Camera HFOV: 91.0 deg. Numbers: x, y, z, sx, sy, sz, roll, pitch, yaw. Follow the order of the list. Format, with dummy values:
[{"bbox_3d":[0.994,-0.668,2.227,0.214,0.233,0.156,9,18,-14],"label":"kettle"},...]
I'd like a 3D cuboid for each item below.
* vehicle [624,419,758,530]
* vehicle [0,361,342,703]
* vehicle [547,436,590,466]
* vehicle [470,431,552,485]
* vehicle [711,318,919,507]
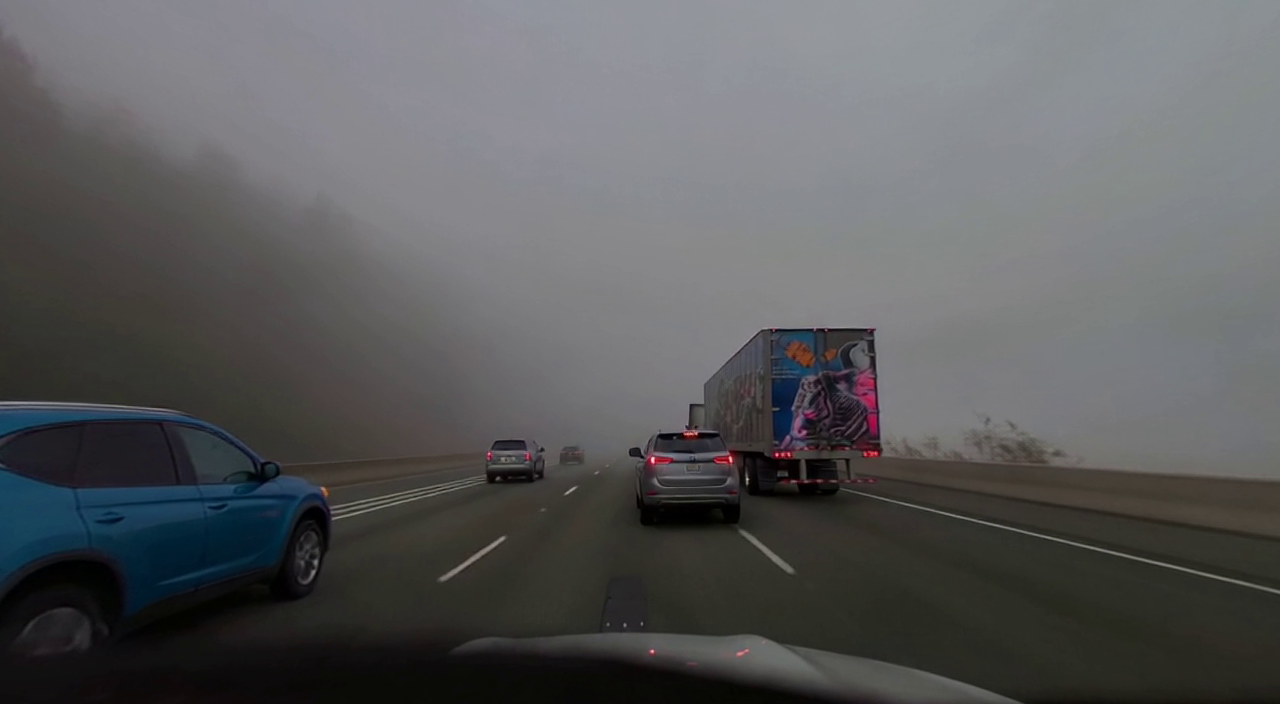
[{"bbox_3d":[0.731,2.109,11.365,2.017,1.662,3.543,0,-8,-2],"label":"vehicle"},{"bbox_3d":[-4.031,1.039,4.061,1.983,1.666,4.452,0,-8,1],"label":"vehicle"},{"bbox_3d":[-4.323,6.055,38.605,2.014,1.683,4.275,0,-8,1],"label":"vehicle"},{"bbox_3d":[-4.243,3.538,21.255,1.905,1.642,3.803,0,-8,1],"label":"vehicle"},{"bbox_3d":[4.561,2.285,20.731,2.828,4.081,14.220,0,-8,0],"label":"vehicle"}]
